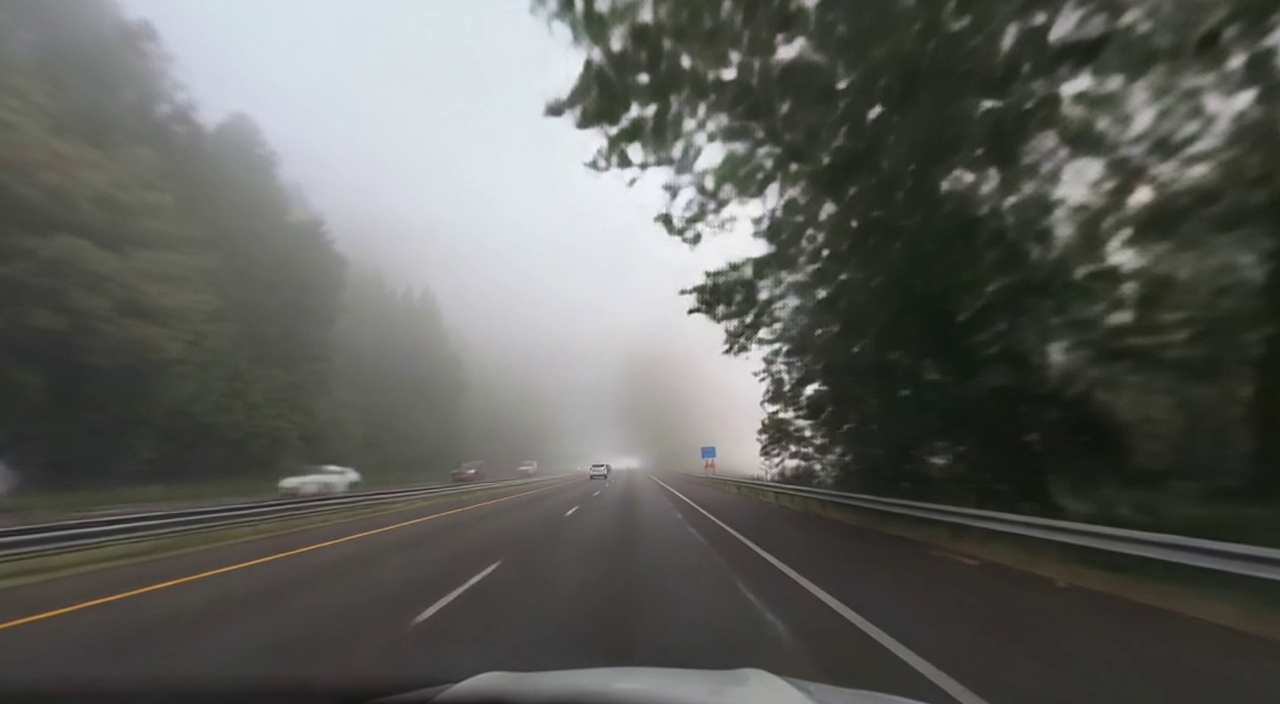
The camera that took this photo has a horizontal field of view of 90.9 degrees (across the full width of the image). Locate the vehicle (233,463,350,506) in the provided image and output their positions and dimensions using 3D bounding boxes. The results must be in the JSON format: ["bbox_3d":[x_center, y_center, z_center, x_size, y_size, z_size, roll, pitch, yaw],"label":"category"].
[{"bbox_3d":[-13.428,5.126,24.672,1.944,1.453,4.544,1,-10,0],"label":"vehicle"}]

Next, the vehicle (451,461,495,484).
[{"bbox_3d":[-12.860,9.337,48.789,2.070,1.611,4.762,1,-11,0],"label":"vehicle"}]
